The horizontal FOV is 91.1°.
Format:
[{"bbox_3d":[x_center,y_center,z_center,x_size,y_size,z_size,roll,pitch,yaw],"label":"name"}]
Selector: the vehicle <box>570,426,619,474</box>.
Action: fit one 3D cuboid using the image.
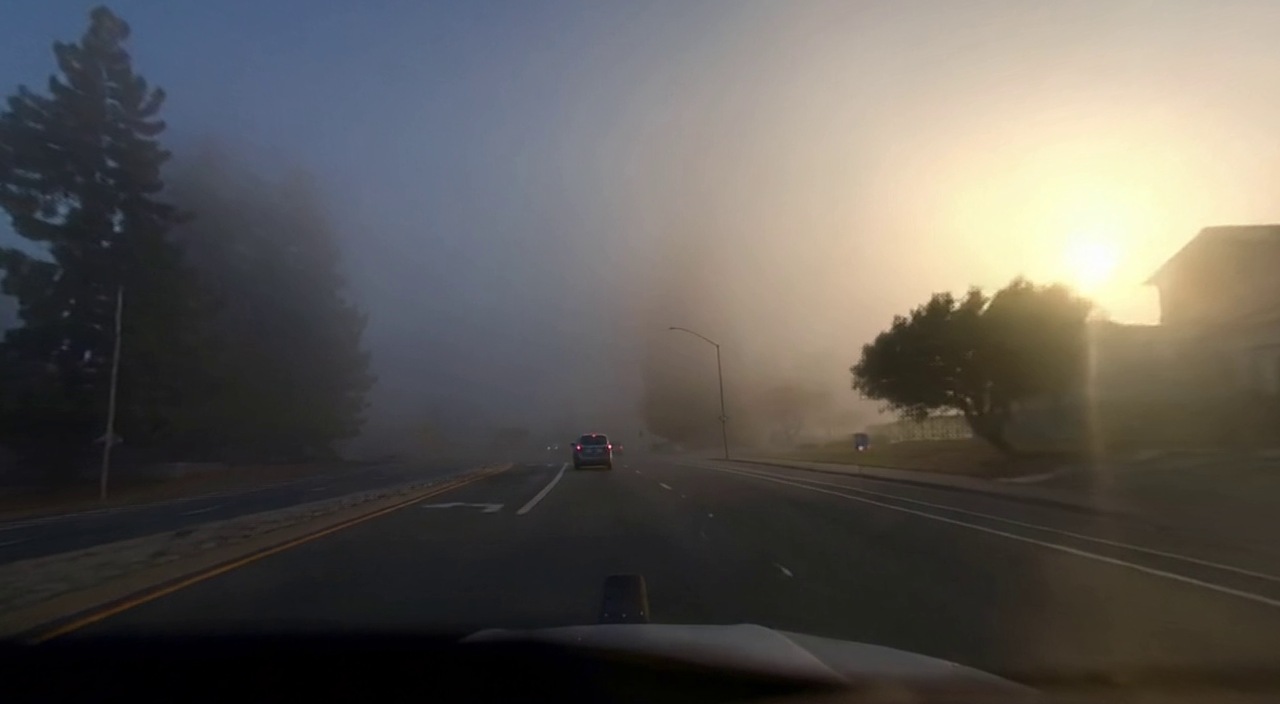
[{"bbox_3d":[-2.181,4.521,29.100,2.072,2.002,4.391,1,-8,-6],"label":"vehicle"}]
